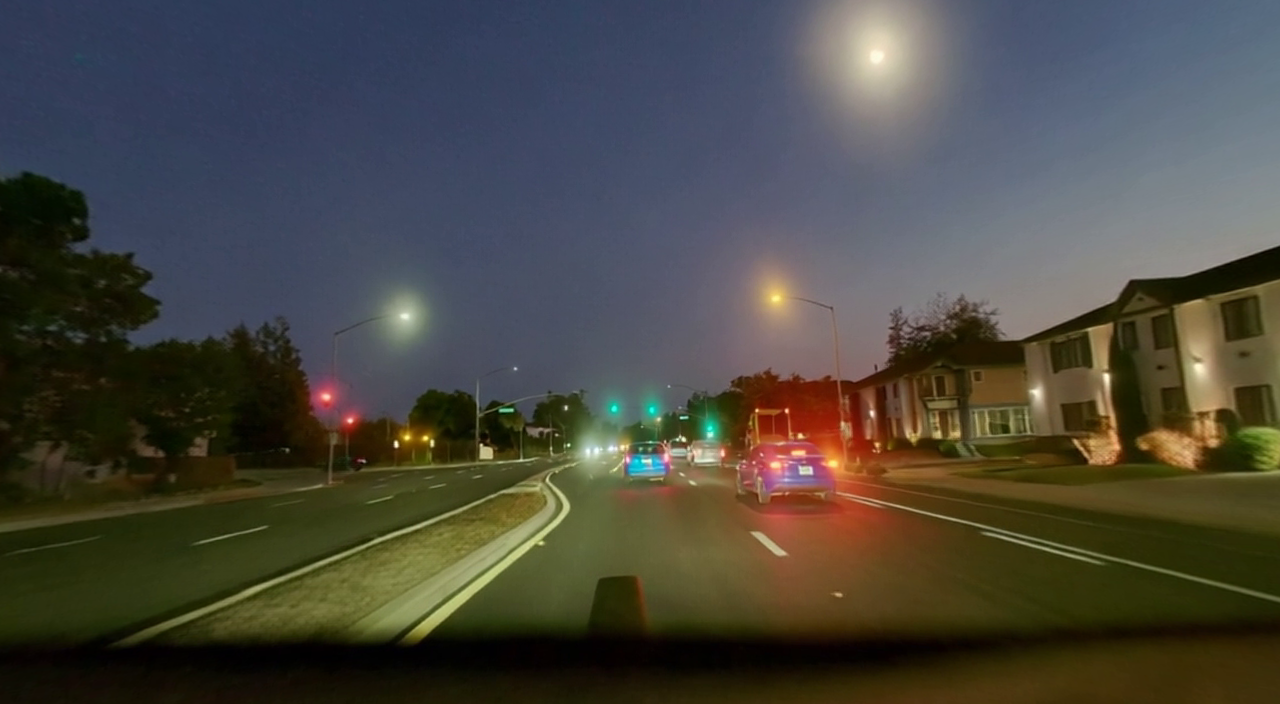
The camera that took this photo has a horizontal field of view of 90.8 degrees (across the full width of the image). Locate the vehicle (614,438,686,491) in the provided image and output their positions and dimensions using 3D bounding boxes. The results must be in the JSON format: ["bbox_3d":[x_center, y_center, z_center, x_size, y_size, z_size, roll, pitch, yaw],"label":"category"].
[{"bbox_3d":[0.272,3.582,20.376,2.093,1.497,4.010,0,-9,0],"label":"vehicle"}]

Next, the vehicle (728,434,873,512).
[{"bbox_3d":[3.508,2.756,14.894,2.161,1.519,4.568,0,-9,-1],"label":"vehicle"}]

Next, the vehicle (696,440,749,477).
[{"bbox_3d":[3.539,4.624,27.576,1.775,1.499,3.488,0,-9,-1],"label":"vehicle"}]
